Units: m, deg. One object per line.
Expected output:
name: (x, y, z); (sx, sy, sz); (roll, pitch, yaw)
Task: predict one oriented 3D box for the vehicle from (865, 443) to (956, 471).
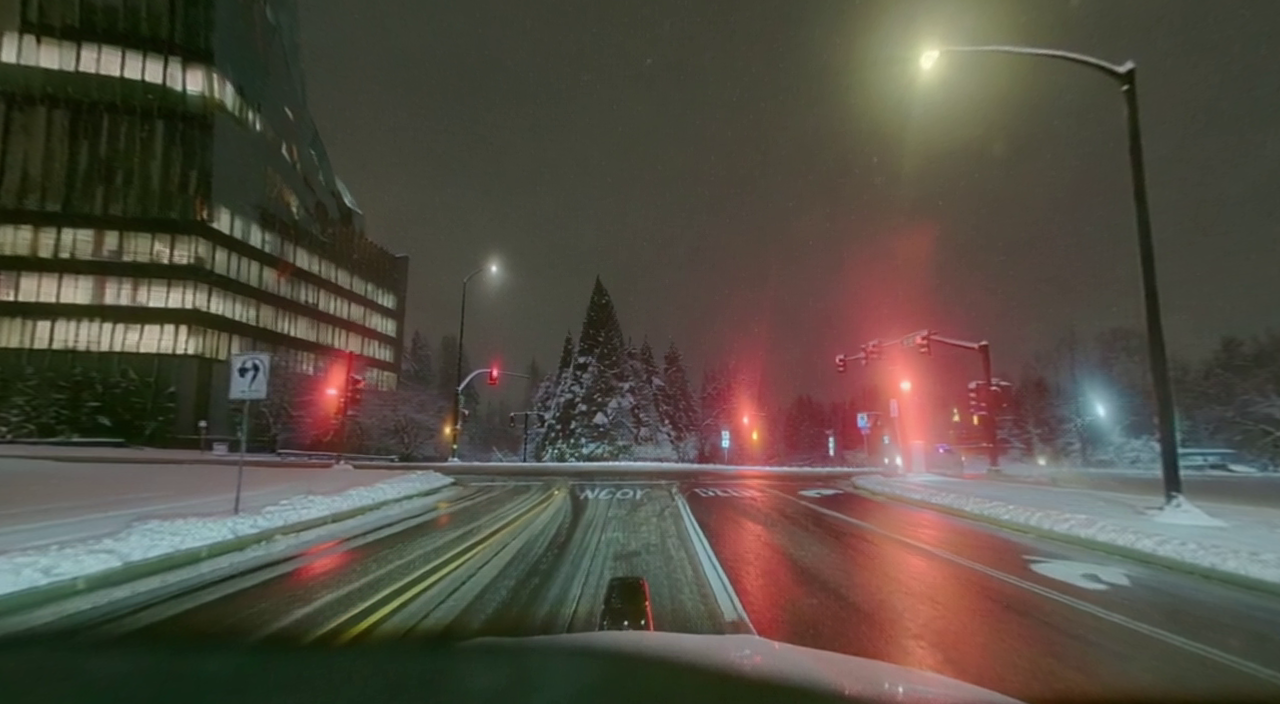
vehicle: (16.853, 6.533, 39.476); (4.715, 1.671, 2.030); (0, -8, 0)
